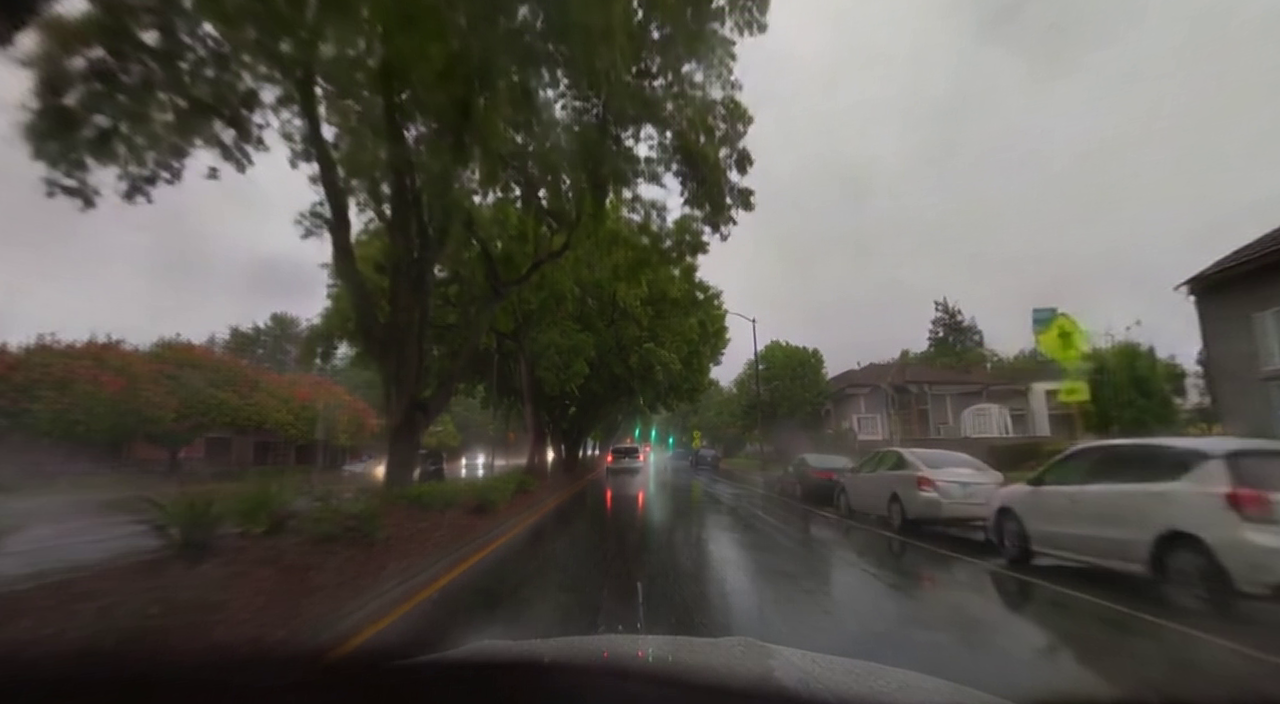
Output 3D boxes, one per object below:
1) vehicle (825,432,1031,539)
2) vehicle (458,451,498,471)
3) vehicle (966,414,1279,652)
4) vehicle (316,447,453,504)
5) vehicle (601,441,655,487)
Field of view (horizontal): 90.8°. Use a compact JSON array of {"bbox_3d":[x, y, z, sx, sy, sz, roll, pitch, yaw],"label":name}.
[{"bbox_3d":[5.572,2.618,13.111,1.943,1.778,4.778,0,-9,-1],"label":"vehicle"},{"bbox_3d":[-12.475,8.420,48.965,1.890,1.473,4.419,0,-9,0],"label":"vehicle"},{"bbox_3d":[5.770,1.655,6.783,2.082,1.736,4.561,0,-9,0],"label":"vehicle"},{"bbox_3d":[-7.426,3.613,19.043,2.105,1.474,4.808,0,-9,0],"label":"vehicle"},{"bbox_3d":[-0.469,4.589,26.200,2.070,1.698,3.925,0,-9,0],"label":"vehicle"}]
